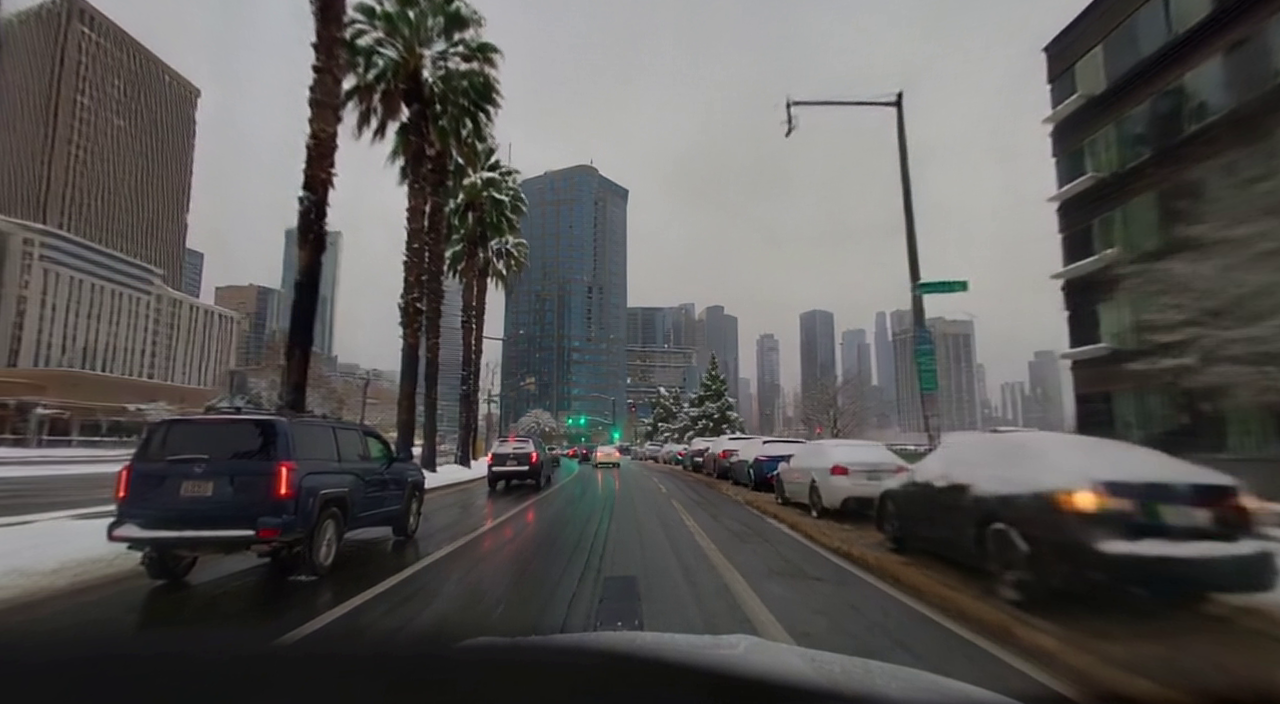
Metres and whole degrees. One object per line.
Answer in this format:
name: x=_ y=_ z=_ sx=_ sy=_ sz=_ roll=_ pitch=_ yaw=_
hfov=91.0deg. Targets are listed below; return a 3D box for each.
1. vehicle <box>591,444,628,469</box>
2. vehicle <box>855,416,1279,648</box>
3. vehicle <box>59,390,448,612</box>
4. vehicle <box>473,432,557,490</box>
vehicle: x=-1.939 y=6.414 z=38.854 sx=2.036 sy=1.461 sz=3.890 roll=1 pitch=-9 yaw=-6
vehicle: x=4.003 y=1.532 z=6.484 sx=1.873 sy=1.511 sz=4.523 roll=0 pitch=-9 yaw=-1
vehicle: x=-3.808 y=1.526 z=7.315 sx=1.800 sy=1.797 sz=4.224 roll=0 pitch=-9 yaw=0
vehicle: x=-4.048 y=3.611 z=21.182 sx=2.014 sy=1.740 sz=4.392 roll=0 pitch=-9 yaw=-1
